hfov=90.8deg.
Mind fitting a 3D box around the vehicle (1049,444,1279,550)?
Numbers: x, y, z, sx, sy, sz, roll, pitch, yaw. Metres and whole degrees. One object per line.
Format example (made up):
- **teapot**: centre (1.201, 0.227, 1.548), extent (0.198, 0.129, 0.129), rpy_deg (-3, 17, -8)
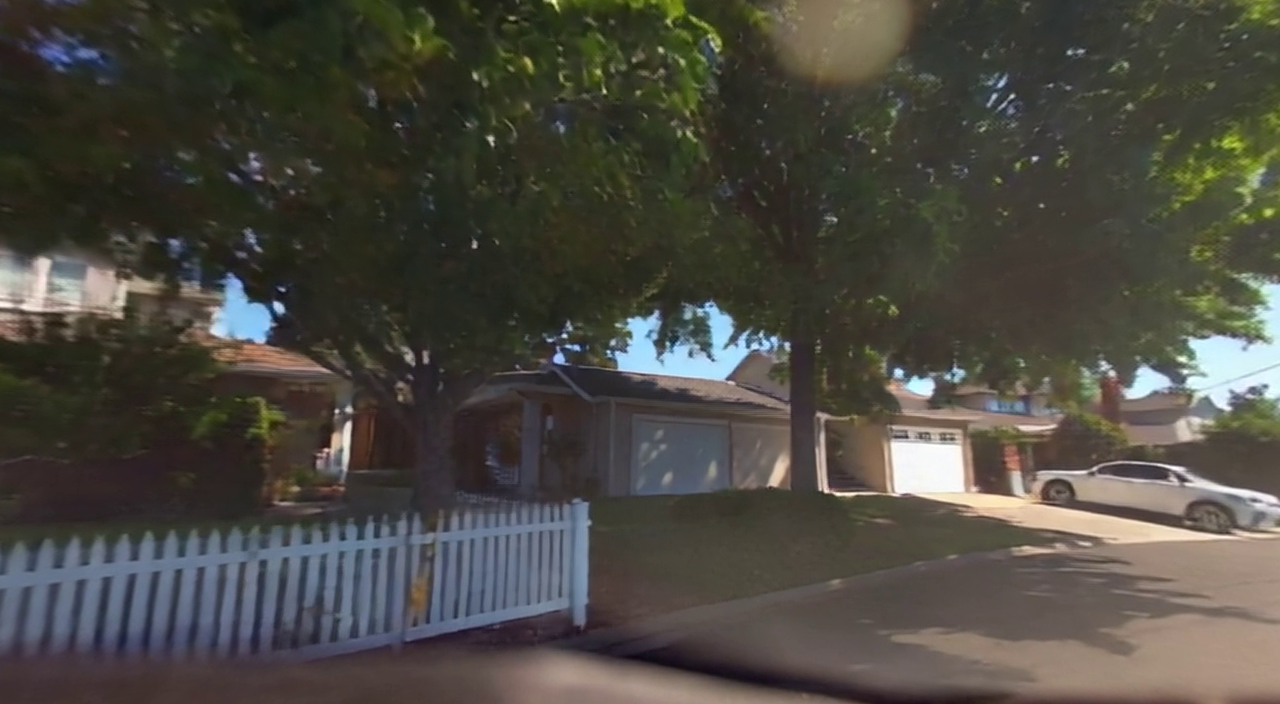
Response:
- **vehicle**: centre (12.144, 3.061, 14.009), extent (2.471, 1.595, 4.537), rpy_deg (5, -5, -33)
